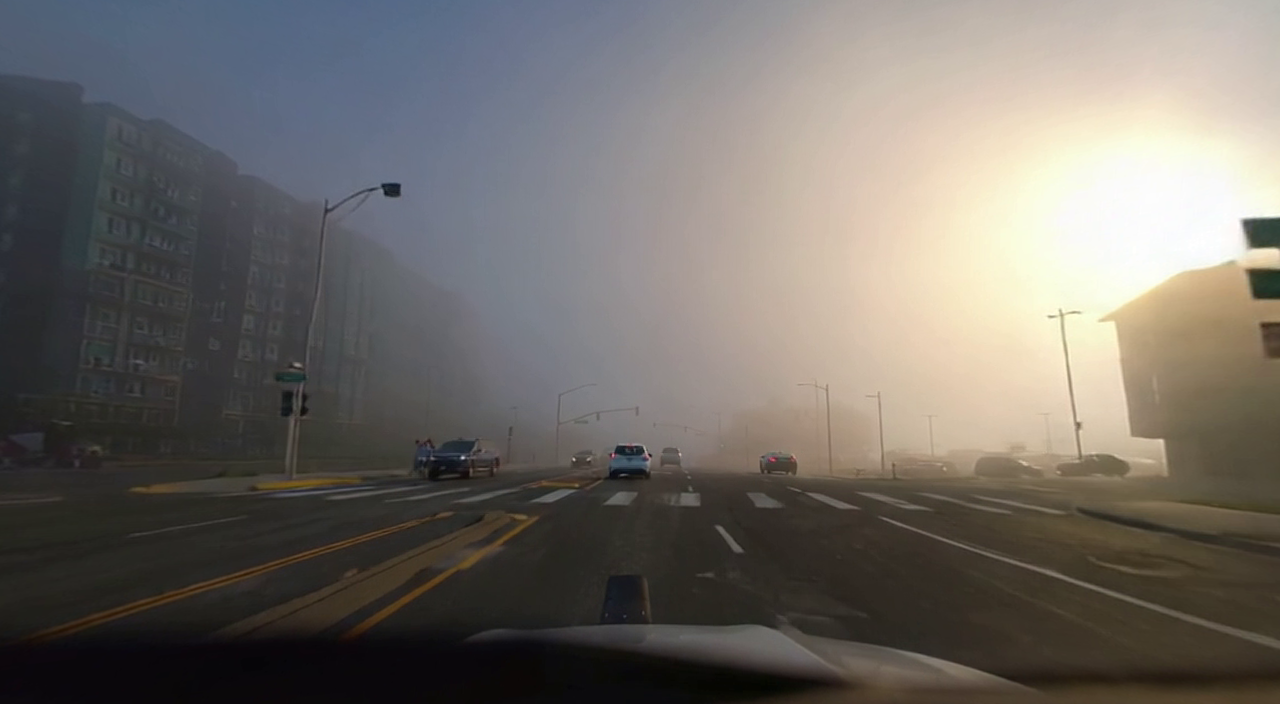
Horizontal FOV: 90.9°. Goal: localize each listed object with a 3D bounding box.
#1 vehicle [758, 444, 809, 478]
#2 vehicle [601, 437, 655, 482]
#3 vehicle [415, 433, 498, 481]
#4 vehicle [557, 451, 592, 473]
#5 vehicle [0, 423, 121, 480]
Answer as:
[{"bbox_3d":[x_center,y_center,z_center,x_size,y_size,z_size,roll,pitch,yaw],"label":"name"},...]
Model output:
[{"bbox_3d":[7.879,5.991,34.992,1.952,1.749,4.311,0,-9,2],"label":"vehicle"},{"bbox_3d":[-0.525,4.695,27.817,2.160,1.786,4.702,0,-9,-1],"label":"vehicle"},{"bbox_3d":[-8.683,5.016,30.339,2.393,2.059,4.739,0,-9,2],"label":"vehicle"},{"bbox_3d":[-4.847,8.224,47.282,1.973,1.502,4.275,0,-9,3],"label":"vehicle"},{"bbox_3d":[-39.185,6.471,41.211,7.491,3.562,2.925,1,-8,-5],"label":"vehicle"}]
